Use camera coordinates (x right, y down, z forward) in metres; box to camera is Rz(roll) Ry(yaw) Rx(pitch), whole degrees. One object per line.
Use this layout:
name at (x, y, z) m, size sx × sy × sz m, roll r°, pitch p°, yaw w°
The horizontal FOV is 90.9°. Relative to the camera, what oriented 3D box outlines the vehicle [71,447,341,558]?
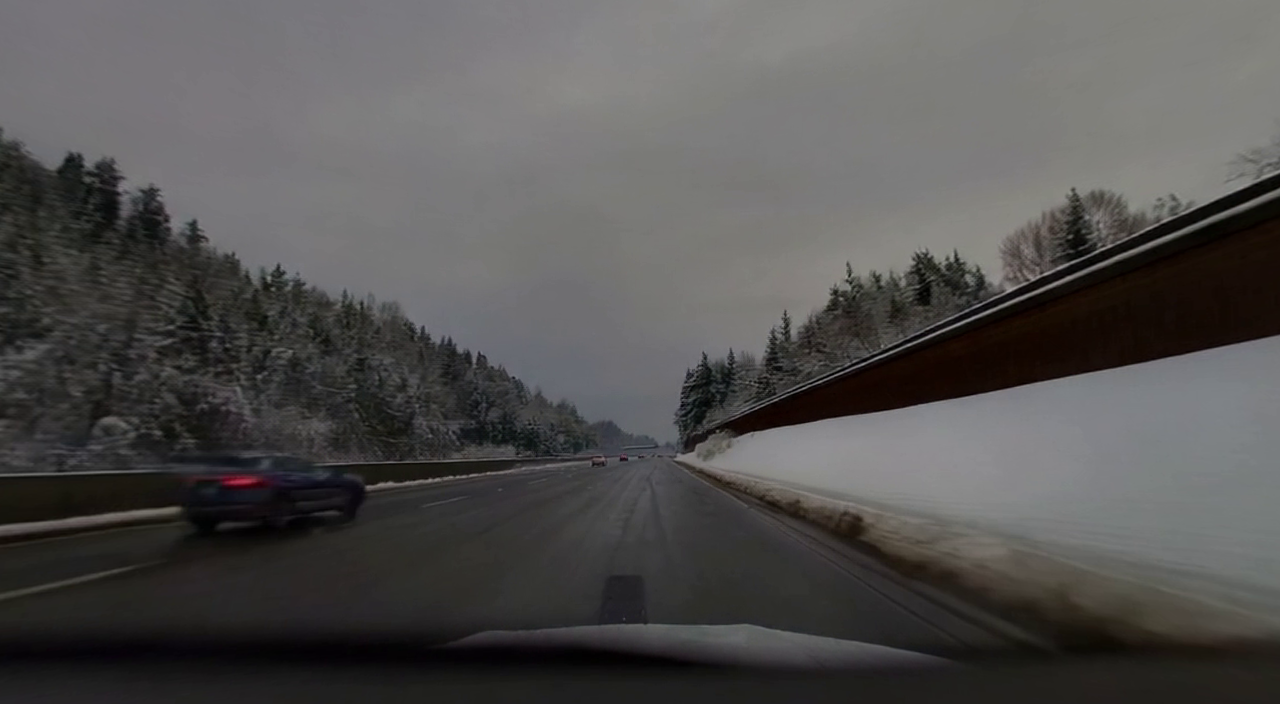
vehicle at (-6.876, 2.369, 10.593) m, size 1.742 × 1.494 × 3.795 m, roll -1°, pitch -9°, yaw 1°
